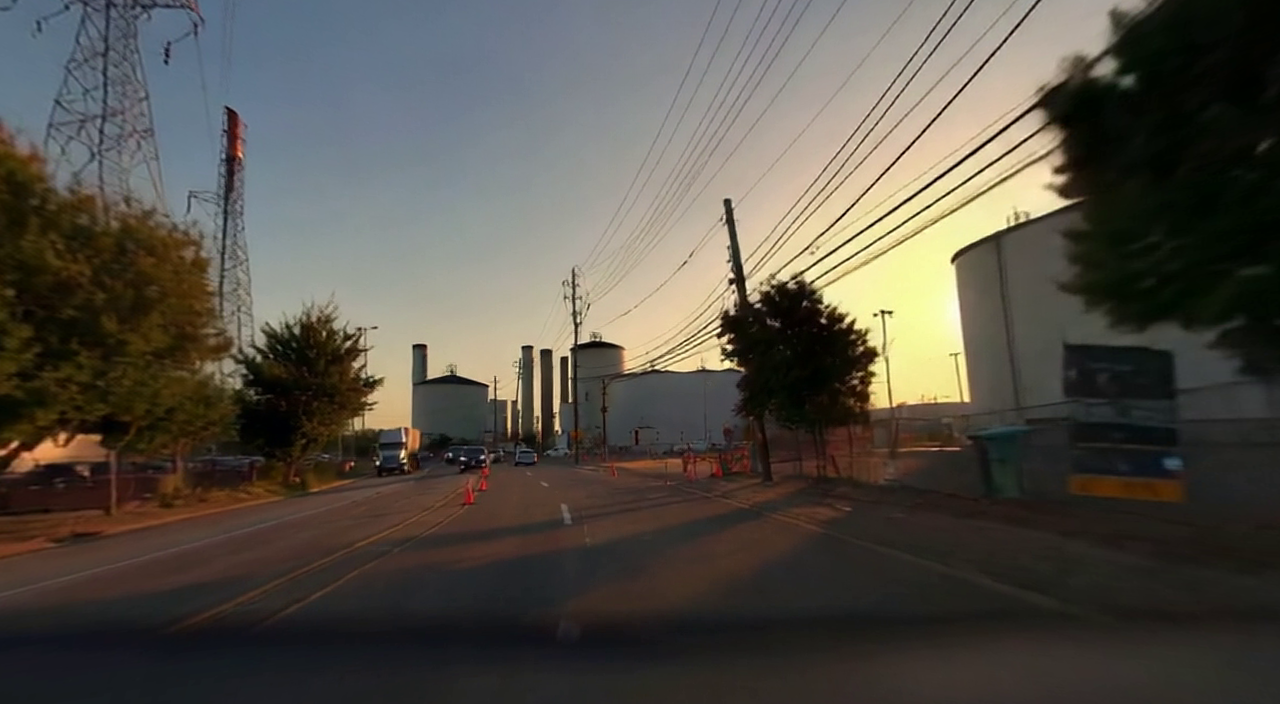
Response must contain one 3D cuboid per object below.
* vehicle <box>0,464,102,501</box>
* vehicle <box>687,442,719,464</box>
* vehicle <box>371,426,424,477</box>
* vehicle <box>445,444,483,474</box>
[{"bbox_3d":[-26.128,5.580,27.120,4.184,1.411,1.855,0,-9,-5],"label":"vehicle"},{"bbox_3d":[4.584,7.453,46.586,1.829,1.487,4.352,0,-9,-1],"label":"vehicle"},{"bbox_3d":[-16.486,6.835,43.349,2.905,3.133,7.675,3,-9,-18],"label":"vehicle"},{"bbox_3d":[-11.242,6.754,40.175,2.079,1.770,4.684,2,-9,-18],"label":"vehicle"}]
